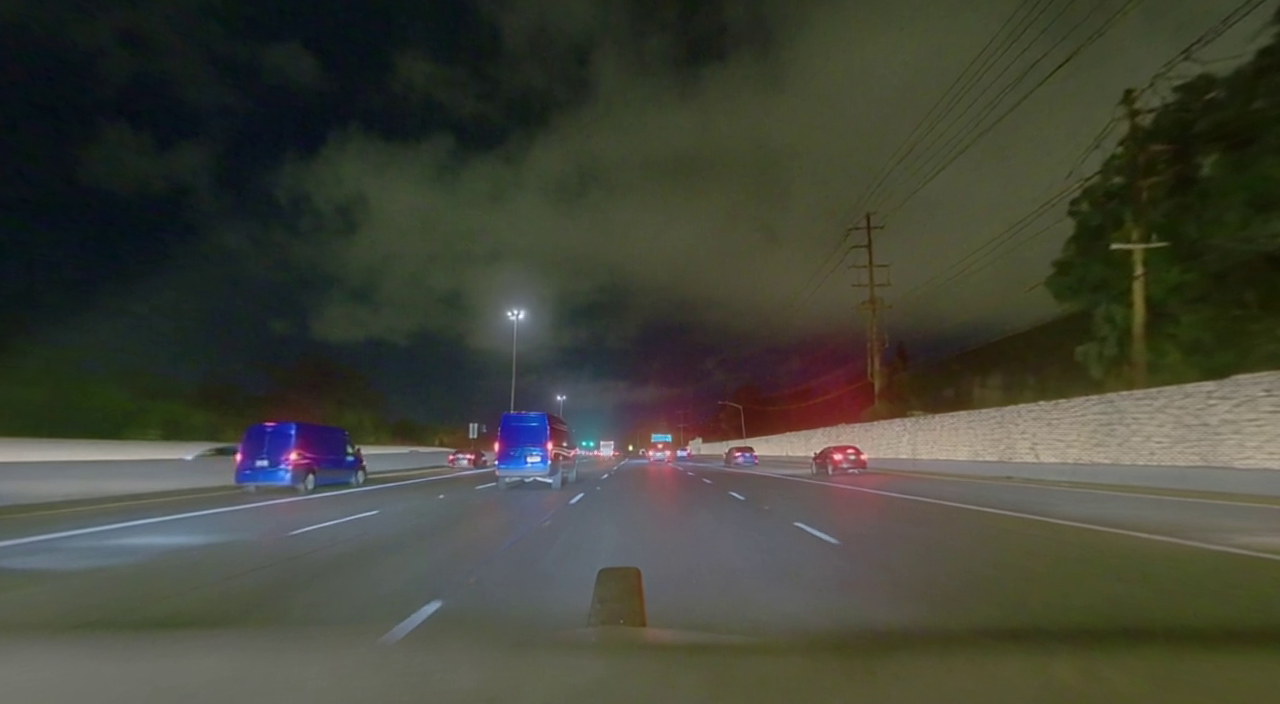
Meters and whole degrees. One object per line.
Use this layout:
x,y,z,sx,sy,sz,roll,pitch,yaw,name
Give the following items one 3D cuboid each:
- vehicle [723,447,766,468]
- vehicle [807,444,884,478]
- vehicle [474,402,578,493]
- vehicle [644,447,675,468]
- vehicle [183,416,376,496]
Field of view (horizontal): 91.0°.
7.728,7.828,46.884,2.095,1.504,4.536,0,-9,-4,vehicle
9.719,5.193,30.203,2.052,1.470,4.364,0,-9,-3,vehicle
-3.660,3.258,21.572,2.395,2.660,5.827,0,-9,0,vehicle
1.418,7.915,47.533,2.084,1.492,4.137,0,-9,-1,vehicle
-11.295,3.354,20.606,2.596,2.162,6.328,0,-9,-1,vehicle
